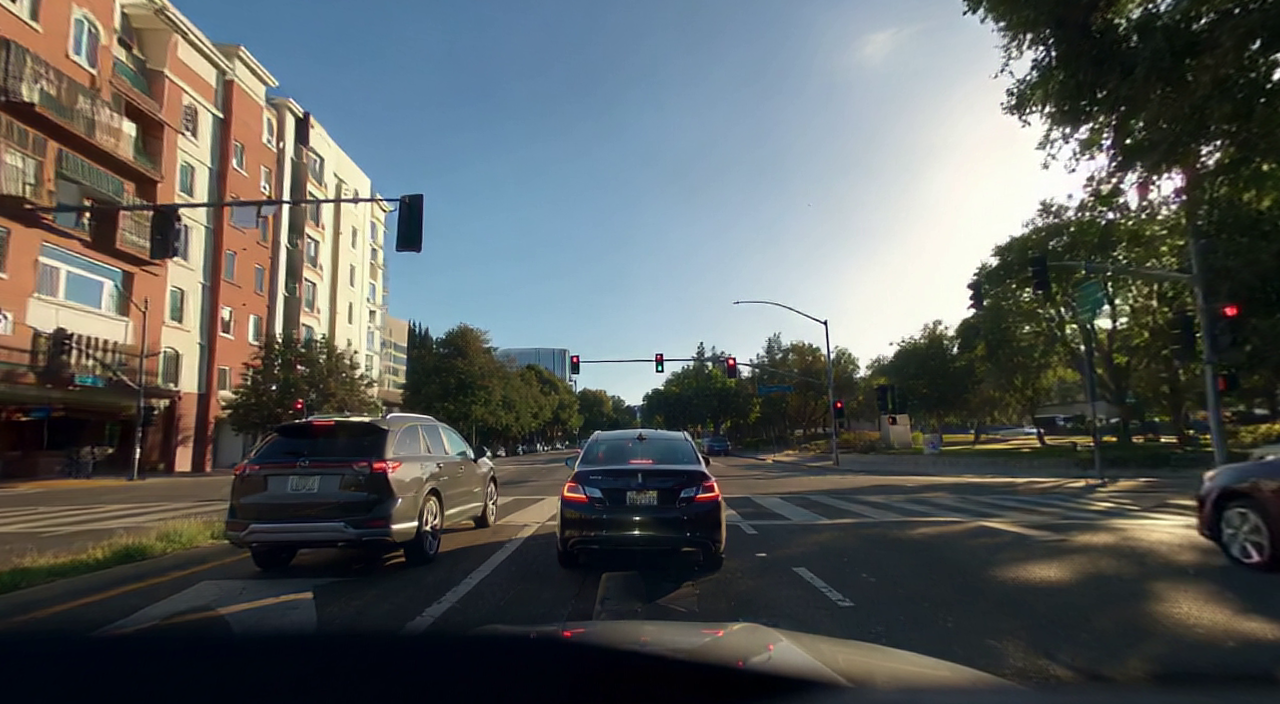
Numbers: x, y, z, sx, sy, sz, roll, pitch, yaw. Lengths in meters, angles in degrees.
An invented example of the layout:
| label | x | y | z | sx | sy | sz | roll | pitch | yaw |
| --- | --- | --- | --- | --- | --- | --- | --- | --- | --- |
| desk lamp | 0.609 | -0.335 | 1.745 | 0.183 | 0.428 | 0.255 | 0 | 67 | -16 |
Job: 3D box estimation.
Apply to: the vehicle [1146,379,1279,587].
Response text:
| label | x | y | z | sx | sy | sz | roll | pitch | yaw |
| --- | --- | --- | --- | --- | --- | --- | --- | --- | --- |
| vehicle | 6.701 | 0.978 | 4.340 | 2.079 | 1.828 | 5.323 | 0 | -8 | 1 |

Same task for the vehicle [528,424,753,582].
| label | x | y | z | sx | sy | sz | roll | pitch | yaw |
| --- | --- | --- | --- | --- | --- | --- | --- | --- | --- |
| vehicle | 0.021 | 1.756 | 8.145 | 2.190 | 1.522 | 3.850 | 0 | -8 | 1 |

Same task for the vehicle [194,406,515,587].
| label | x | y | z | sx | sy | sz | roll | pitch | yaw |
| --- | --- | --- | --- | --- | --- | --- | --- | --- | --- |
| vehicle | -3.171 | 1.706 | 8.317 | 2.081 | 1.719 | 4.434 | 0 | -8 | 1 |
